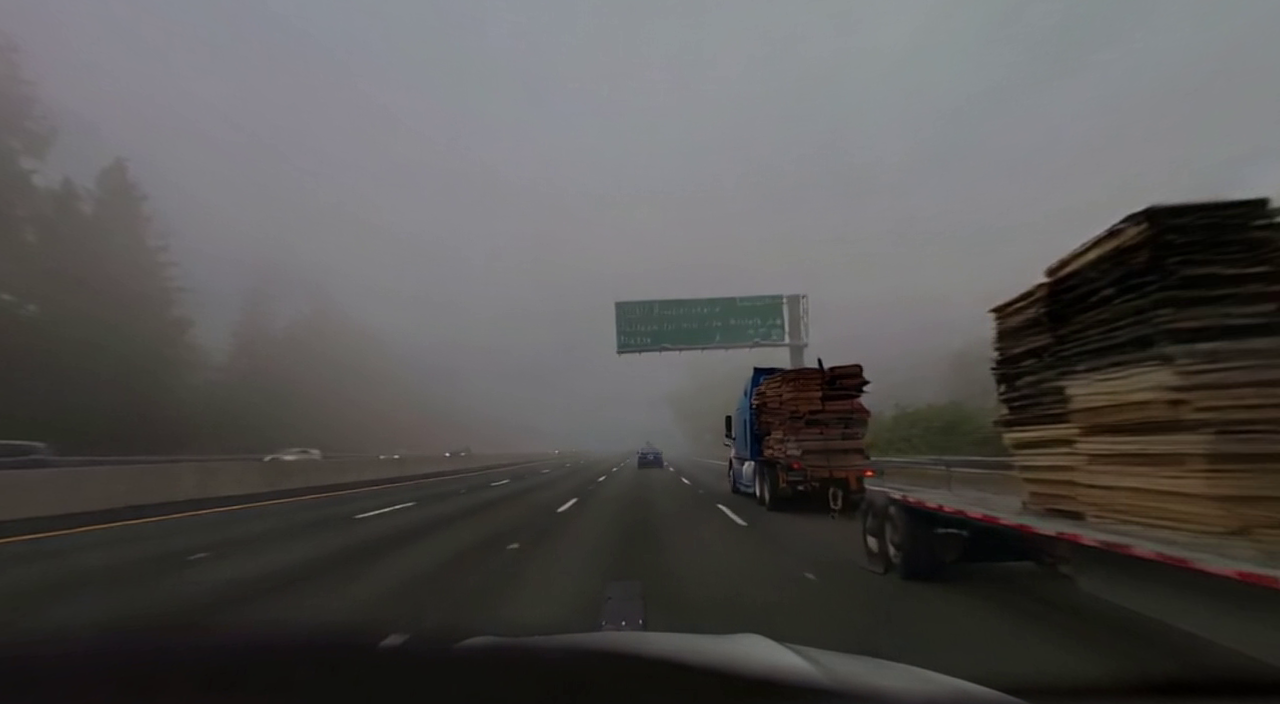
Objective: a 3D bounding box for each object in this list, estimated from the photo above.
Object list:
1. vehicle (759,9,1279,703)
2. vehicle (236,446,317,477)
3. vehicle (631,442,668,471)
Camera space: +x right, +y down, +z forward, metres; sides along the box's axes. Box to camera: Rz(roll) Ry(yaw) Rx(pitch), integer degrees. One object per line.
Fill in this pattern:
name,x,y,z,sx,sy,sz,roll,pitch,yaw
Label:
vehicle,4.259,0.590,5.928,2.917,3.179,18.723,0,-8,1
vehicle,-21.590,6.502,37.727,1.992,1.665,4.678,0,-8,1
vehicle,0.516,5.994,36.445,2.042,1.528,4.300,0,-8,0
